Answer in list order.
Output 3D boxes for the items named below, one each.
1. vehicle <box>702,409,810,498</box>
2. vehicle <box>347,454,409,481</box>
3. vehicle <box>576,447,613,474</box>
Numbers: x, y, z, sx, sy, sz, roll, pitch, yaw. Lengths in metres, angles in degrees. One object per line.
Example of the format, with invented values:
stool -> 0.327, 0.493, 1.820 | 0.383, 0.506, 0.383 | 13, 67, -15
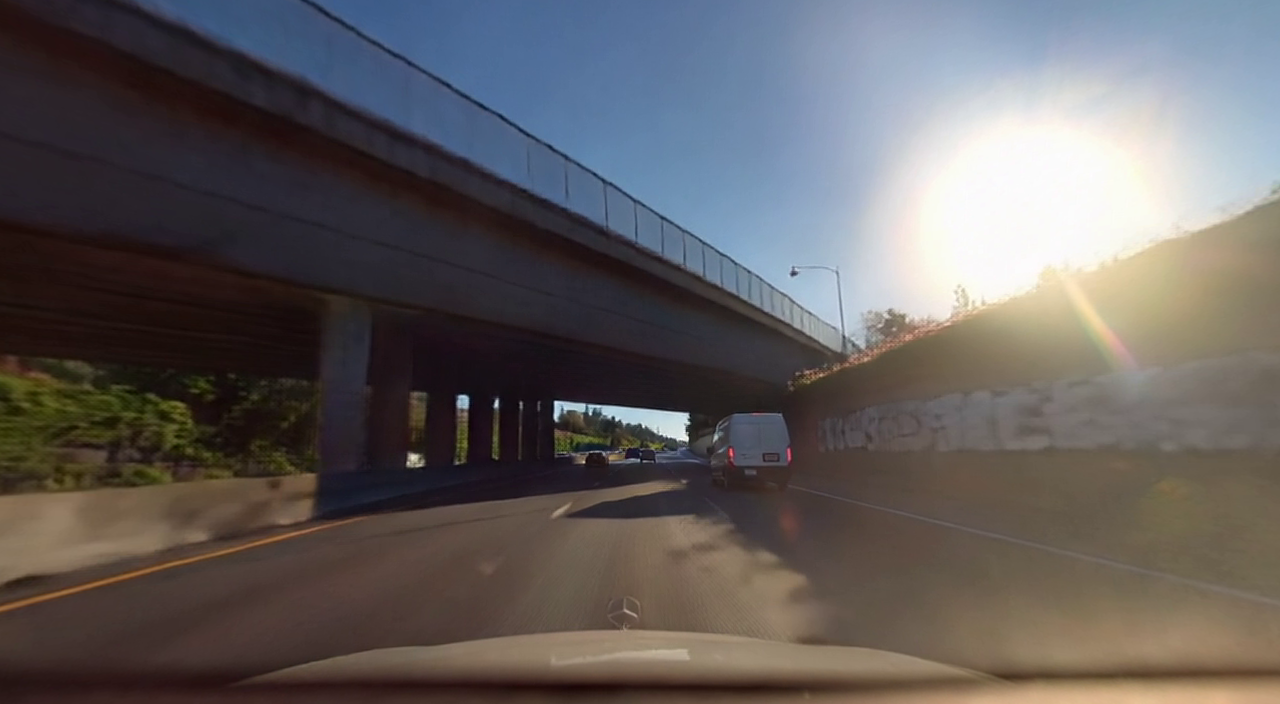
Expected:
vehicle -> 3.673, 3.417, 21.320 | 2.469, 2.591, 5.653 | 0, -9, -1
vehicle -> -15.638, 6.900, 37.846 | 1.795, 1.502, 4.437 | 0, -9, 0
vehicle -> -2.854, 6.978, 40.636 | 1.964, 1.618, 4.489 | 0, -9, 1
